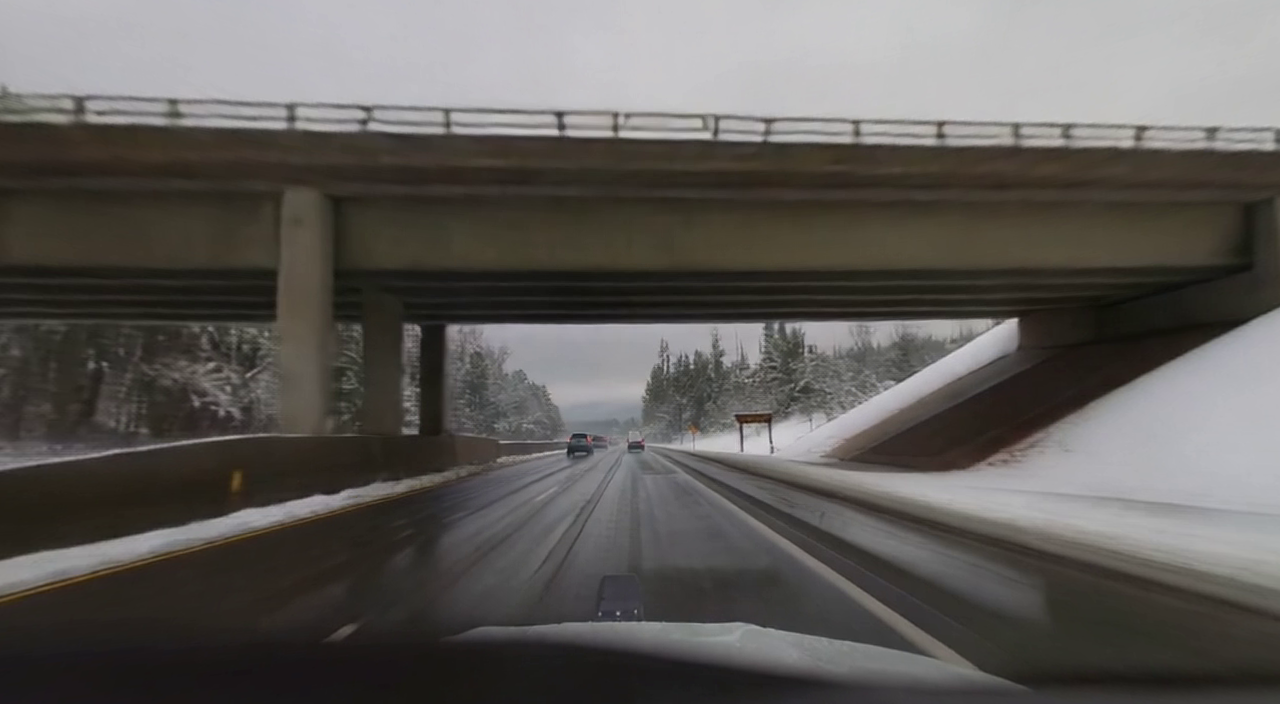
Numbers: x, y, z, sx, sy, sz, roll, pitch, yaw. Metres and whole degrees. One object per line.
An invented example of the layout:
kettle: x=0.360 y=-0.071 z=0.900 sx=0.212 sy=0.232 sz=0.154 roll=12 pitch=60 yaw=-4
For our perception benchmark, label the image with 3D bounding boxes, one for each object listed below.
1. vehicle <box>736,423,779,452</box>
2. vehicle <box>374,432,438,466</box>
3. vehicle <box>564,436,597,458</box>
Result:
vehicle: x=9.003 y=6.628 z=48.686 sx=2.123 sy=2.156 sz=4.679 roll=1 pitch=-8 yaw=-4
vehicle: x=-13.411 y=5.559 z=36.372 sx=1.945 sy=1.808 sz=4.670 roll=0 pitch=-8 yaw=-1
vehicle: x=-4.531 y=7.246 z=48.368 sx=2.169 sy=1.588 sz=4.264 roll=0 pitch=-8 yaw=-1
